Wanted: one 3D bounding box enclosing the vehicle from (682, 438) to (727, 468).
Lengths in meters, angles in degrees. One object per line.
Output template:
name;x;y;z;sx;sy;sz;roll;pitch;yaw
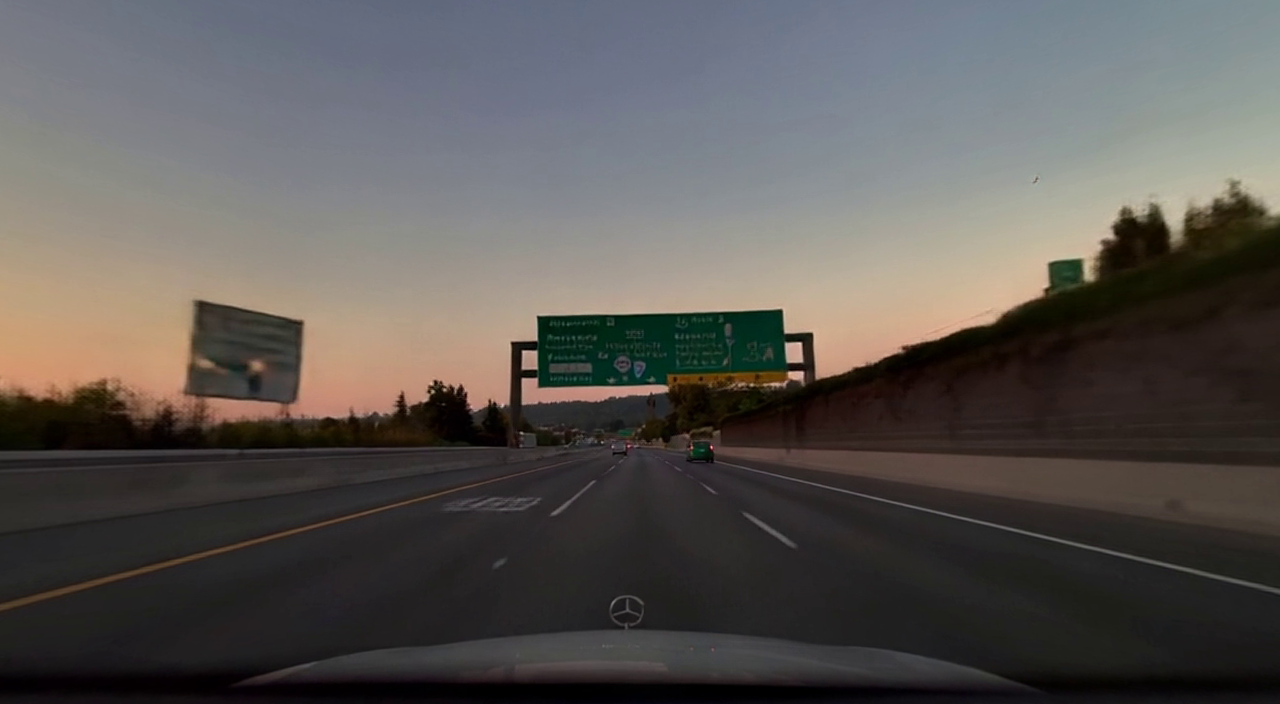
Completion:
vehicle;3.696;5.899;36.819;2.202;1.682;4.188;0;-8;0
